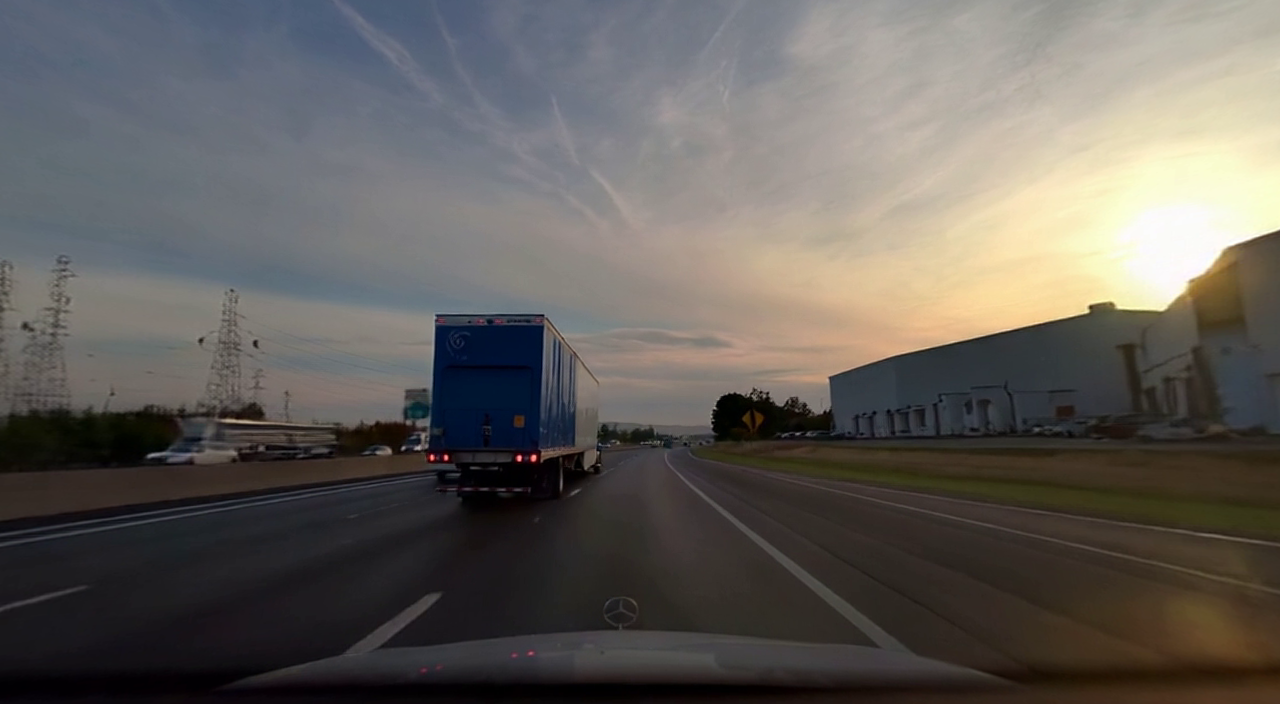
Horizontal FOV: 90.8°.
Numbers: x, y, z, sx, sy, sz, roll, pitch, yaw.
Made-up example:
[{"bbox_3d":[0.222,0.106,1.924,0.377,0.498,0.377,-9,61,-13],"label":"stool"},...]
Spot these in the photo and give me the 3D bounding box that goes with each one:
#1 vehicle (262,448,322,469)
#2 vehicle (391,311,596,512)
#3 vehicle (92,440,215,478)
[{"bbox_3d":[-27.348,8.355,49.817,1.911,1.505,4.787,0,-8,1],"label":"vehicle"},{"bbox_3d":[-3.536,2.363,21.078,2.939,4.132,16.303,0,-8,0],"label":"vehicle"},{"bbox_3d":[-27.841,6.107,36.495,2.253,1.970,6.015,0,-8,1],"label":"vehicle"}]
